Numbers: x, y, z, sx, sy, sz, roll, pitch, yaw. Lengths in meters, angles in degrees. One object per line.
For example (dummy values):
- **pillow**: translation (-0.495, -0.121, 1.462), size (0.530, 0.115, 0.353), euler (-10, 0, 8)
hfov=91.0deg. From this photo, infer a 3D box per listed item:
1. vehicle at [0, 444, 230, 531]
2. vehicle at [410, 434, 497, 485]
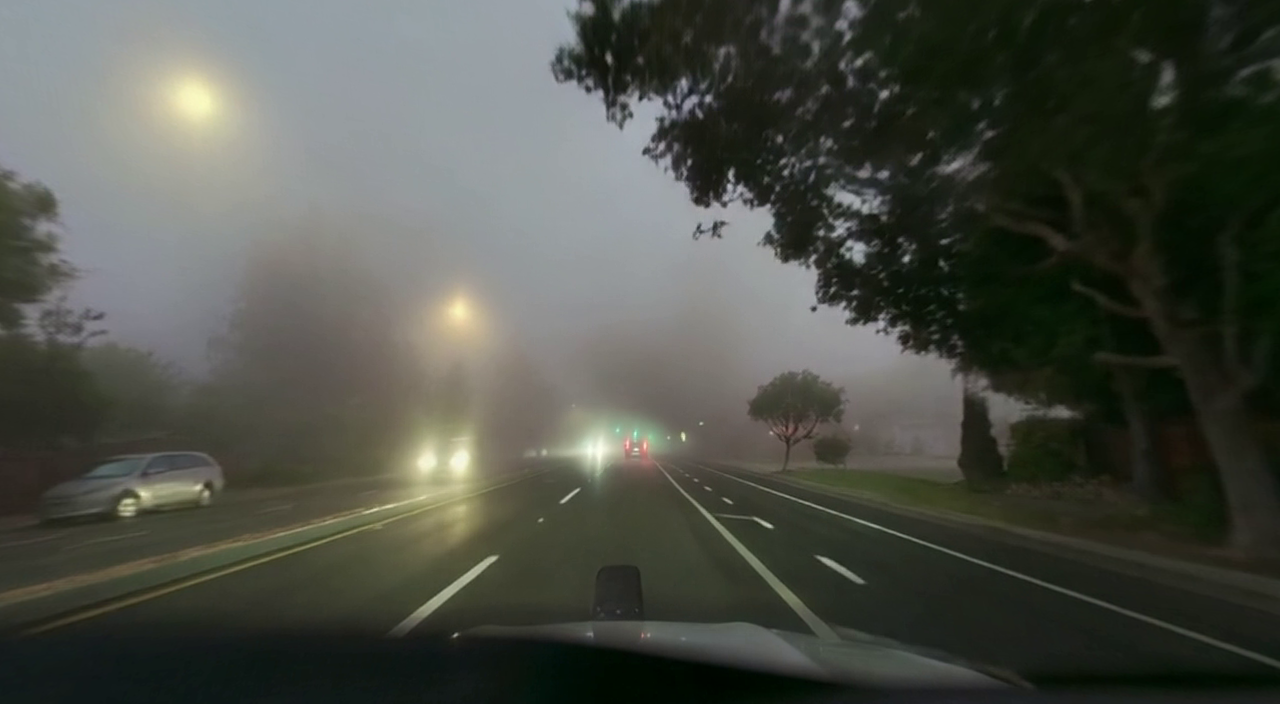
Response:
- **vehicle**: translation (-12.310, 3.068, 14.996), size (2.098, 1.740, 4.449), euler (0, -8, -1)
- **vehicle**: translation (-7.147, 4.150, 24.668), size (2.082, 1.789, 4.387), euler (0, -8, -1)
